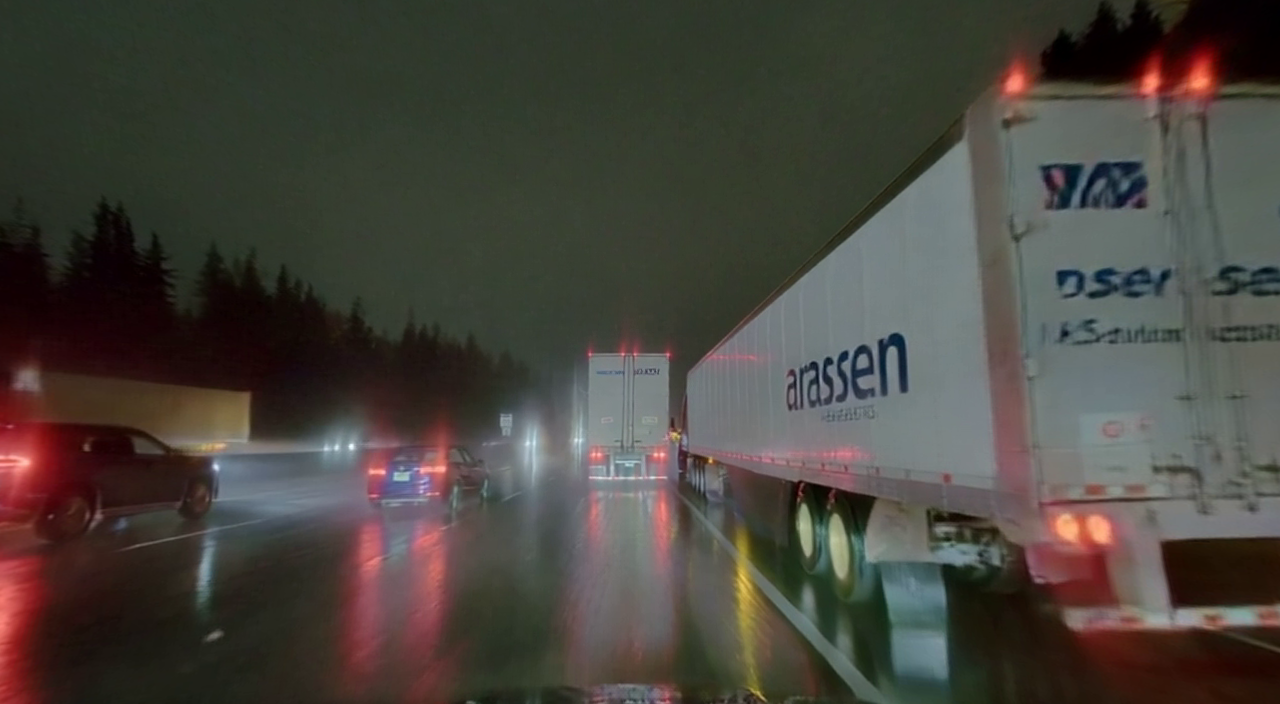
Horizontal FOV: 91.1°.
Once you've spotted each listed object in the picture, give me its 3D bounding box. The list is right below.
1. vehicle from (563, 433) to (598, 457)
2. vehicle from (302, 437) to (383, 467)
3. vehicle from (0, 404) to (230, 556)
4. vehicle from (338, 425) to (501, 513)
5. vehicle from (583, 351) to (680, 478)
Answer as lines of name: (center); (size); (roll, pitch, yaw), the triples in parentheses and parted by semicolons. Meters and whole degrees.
vehicle: (-4.274, 6.761, 45.912); (2.104, 1.653, 4.302); (0, -8, 0)
vehicle: (-16.426, 5.536, 35.039); (2.124, 1.515, 4.967); (0, -8, 0)
vehicle: (-8.074, 1.663, 8.746); (1.990, 1.654, 4.129); (0, -8, -1)
vehicle: (-4.218, 2.269, 12.777); (1.933, 1.492, 3.838); (0, -8, 0)
vehicle: (-0.354, 2.725, 25.760); (3.118, 4.106, 10.719); (0, -8, -1)
